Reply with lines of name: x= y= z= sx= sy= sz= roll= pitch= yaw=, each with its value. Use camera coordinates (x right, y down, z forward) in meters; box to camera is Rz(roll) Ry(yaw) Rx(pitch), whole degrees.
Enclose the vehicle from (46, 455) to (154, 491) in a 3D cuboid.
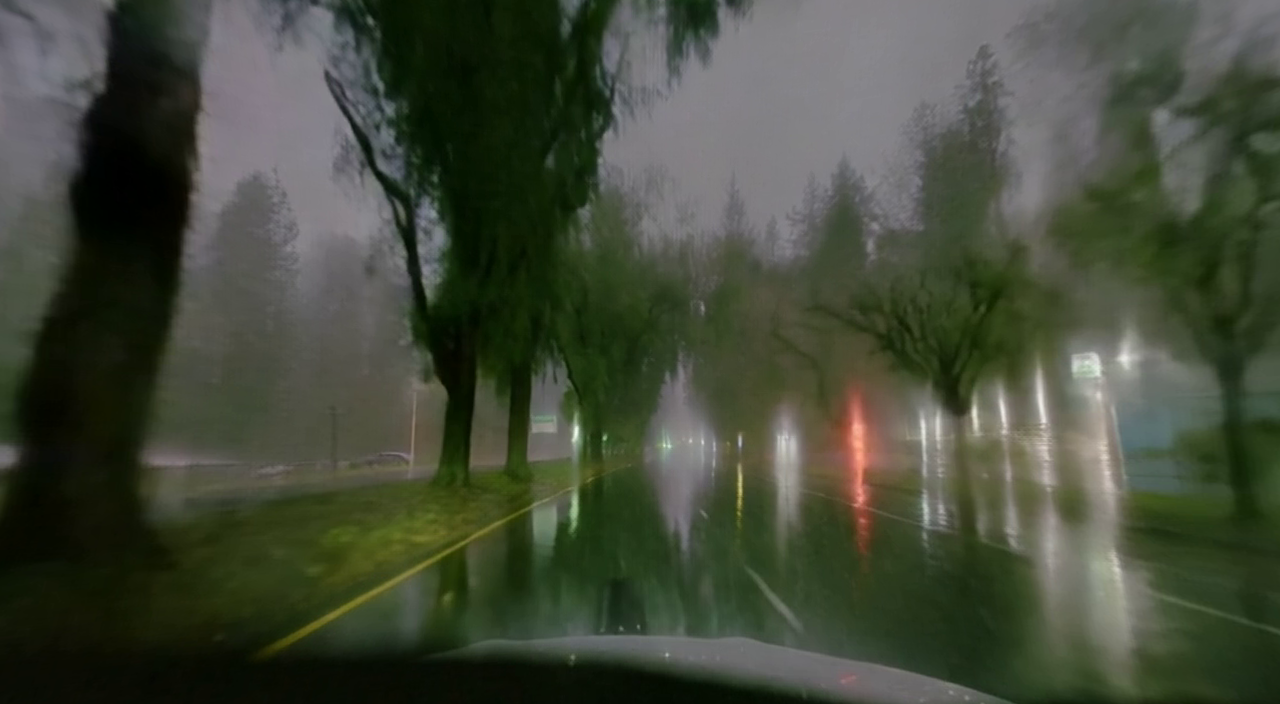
vehicle: x=-41.327 y=9.234 z=48.425 sx=6.659 sy=2.408 sz=2.257 roll=-2 pitch=-6 yaw=7
